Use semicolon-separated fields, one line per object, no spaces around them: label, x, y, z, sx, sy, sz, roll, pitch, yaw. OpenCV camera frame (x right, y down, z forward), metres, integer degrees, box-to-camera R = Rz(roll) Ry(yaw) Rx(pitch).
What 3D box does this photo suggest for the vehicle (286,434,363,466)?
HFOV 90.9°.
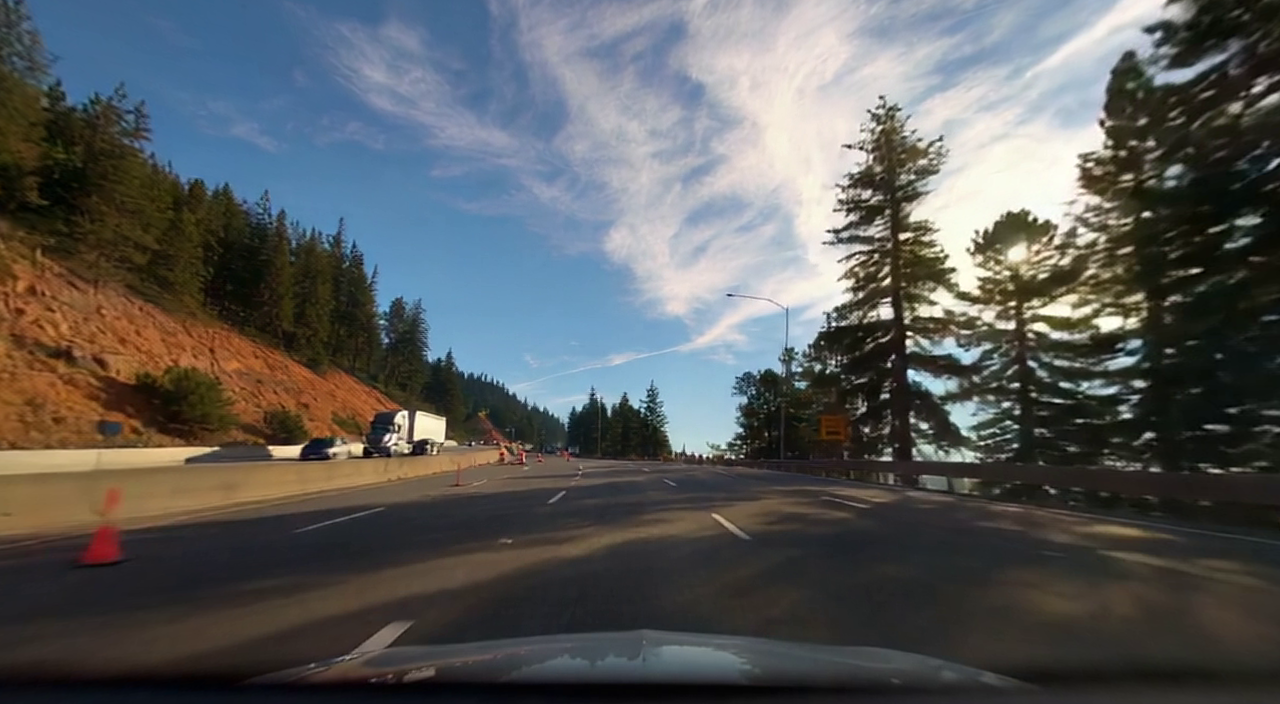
vehicle;-17.857;5.589;35.997;2.128;1.719;4.749;0;-9;-3
